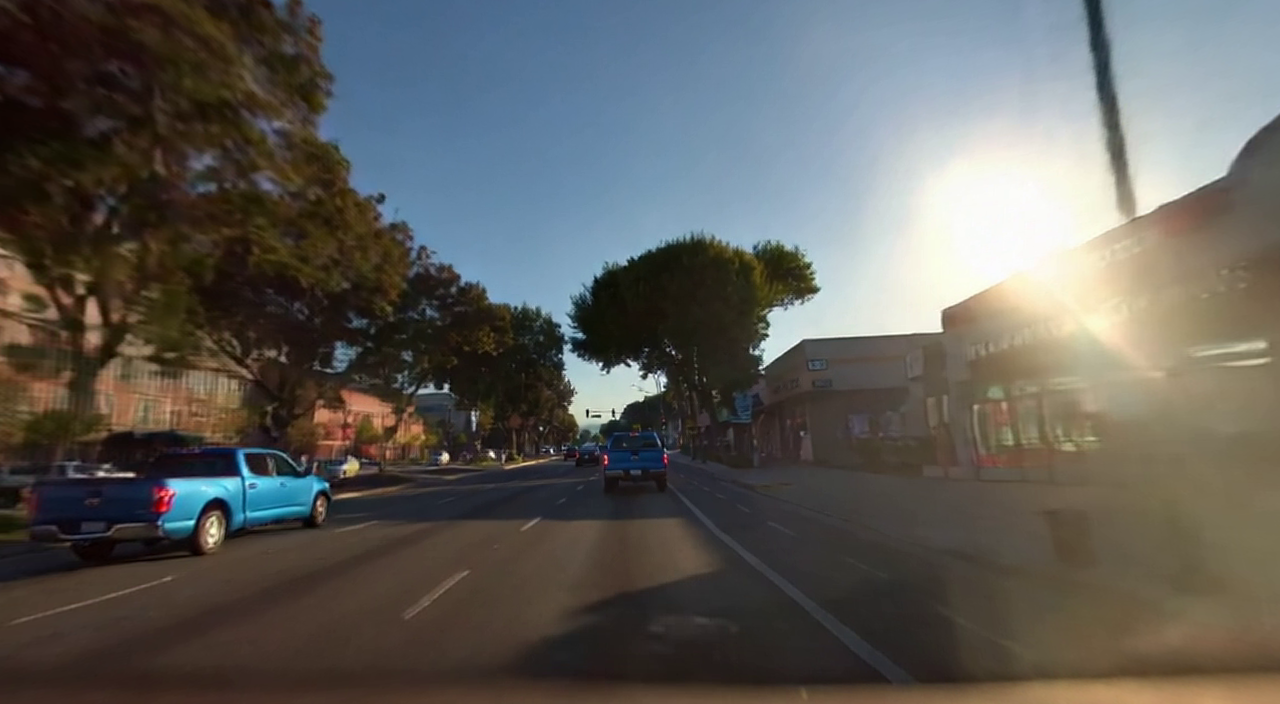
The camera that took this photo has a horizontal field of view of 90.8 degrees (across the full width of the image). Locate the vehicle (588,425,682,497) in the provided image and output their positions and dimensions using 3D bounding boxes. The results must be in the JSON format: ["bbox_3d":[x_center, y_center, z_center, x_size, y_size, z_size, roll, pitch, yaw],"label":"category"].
[{"bbox_3d":[-0.216,3.464,20.483,2.590,1.932,5.776,-1,-9,-1],"label":"vehicle"}]

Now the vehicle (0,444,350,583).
[{"bbox_3d":[-6.140,2.053,8.973,1.888,1.424,4.553,-1,-9,0],"label":"vehicle"}]
